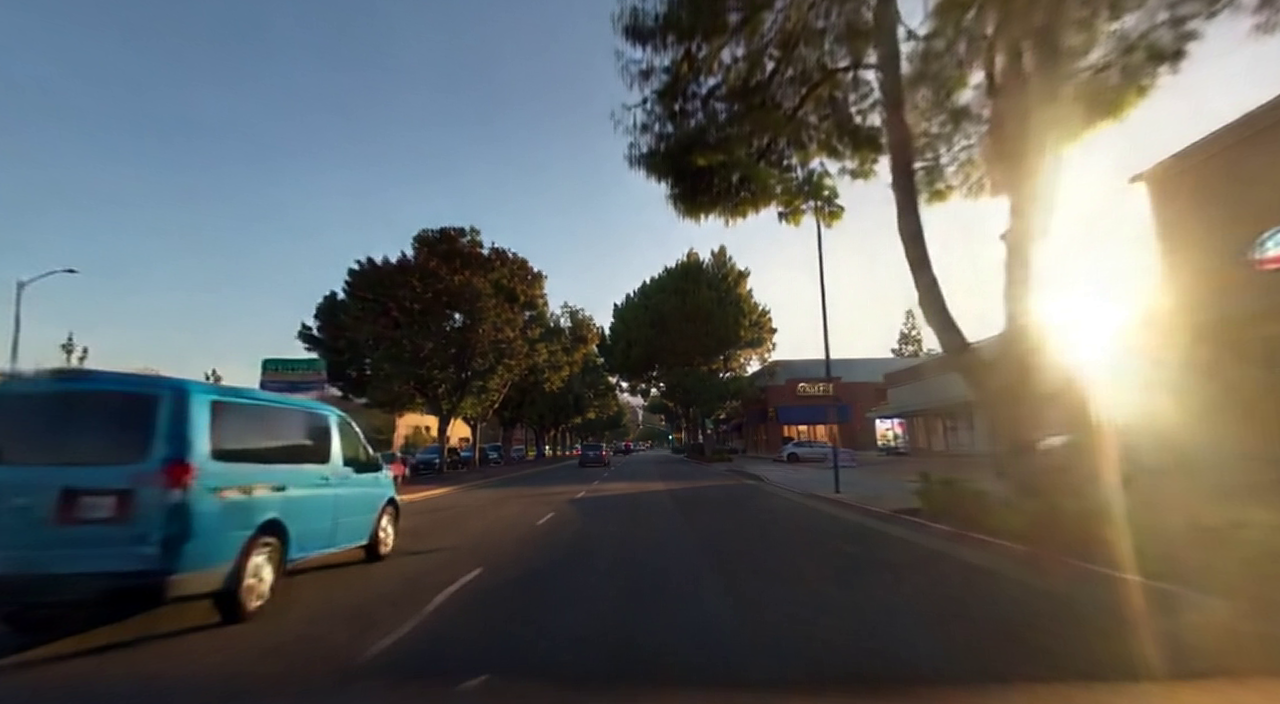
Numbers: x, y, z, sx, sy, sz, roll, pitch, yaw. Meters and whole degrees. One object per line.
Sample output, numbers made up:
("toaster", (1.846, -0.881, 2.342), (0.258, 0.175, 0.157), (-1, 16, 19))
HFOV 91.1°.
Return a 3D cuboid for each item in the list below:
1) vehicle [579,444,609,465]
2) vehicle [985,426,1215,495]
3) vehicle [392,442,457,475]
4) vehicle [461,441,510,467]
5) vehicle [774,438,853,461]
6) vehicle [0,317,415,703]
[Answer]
("vehicle", (-3.379, 7.660, 47.197), (1.966, 1.481, 4.385), (0, -8, 0))
("vehicle", (10.887, 2.580, 15.116), (3.935, 1.518, 1.985), (0, -8, -1))
("vehicle", (-11.615, 5.747, 34.190), (2.044, 1.649, 4.211), (0, -8, 0))
("vehicle", (-11.589, 7.705, 47.553), (2.332, 1.815, 4.639), (-1, -8, 3))
("vehicle", (11.428, 6.445, 41.591), (4.607, 1.471, 1.982), (0, -9, -1))
("vehicle", (-3.979, 1.169, 5.568), (2.152, 1.987, 4.952), (0, -8, -1))
